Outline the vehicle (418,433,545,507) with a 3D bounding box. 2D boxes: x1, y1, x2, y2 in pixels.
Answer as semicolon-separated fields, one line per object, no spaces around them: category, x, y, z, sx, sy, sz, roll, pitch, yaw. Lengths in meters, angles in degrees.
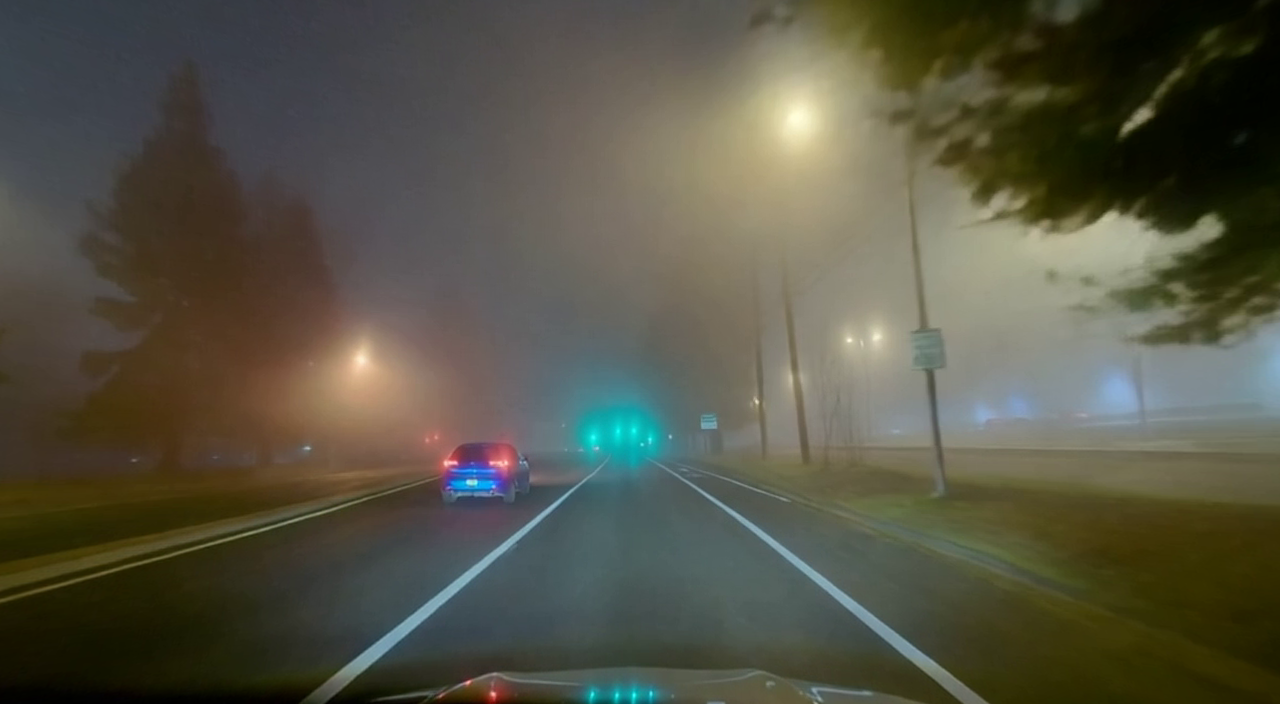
vehicle;-3.525;2.675;14.888;1.964;1.472;4.078;0;-8;-1
